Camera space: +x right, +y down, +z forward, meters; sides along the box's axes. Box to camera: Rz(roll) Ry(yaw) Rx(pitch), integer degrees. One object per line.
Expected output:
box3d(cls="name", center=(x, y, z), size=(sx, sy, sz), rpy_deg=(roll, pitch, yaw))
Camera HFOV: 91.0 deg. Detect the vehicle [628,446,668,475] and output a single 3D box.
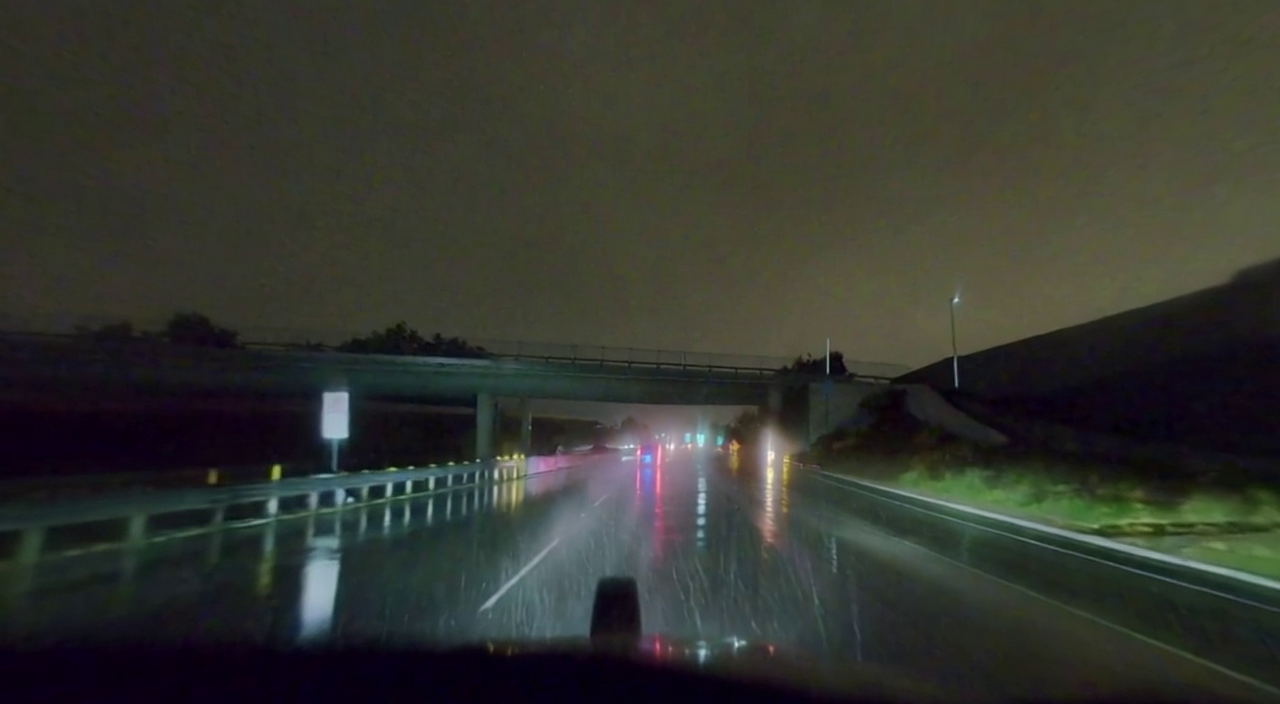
box3d(cls="vehicle", center=(0.438, 5.949, 34.812), size=(2.028, 1.440, 3.970), rpy_deg=(-1, -8, 1))
